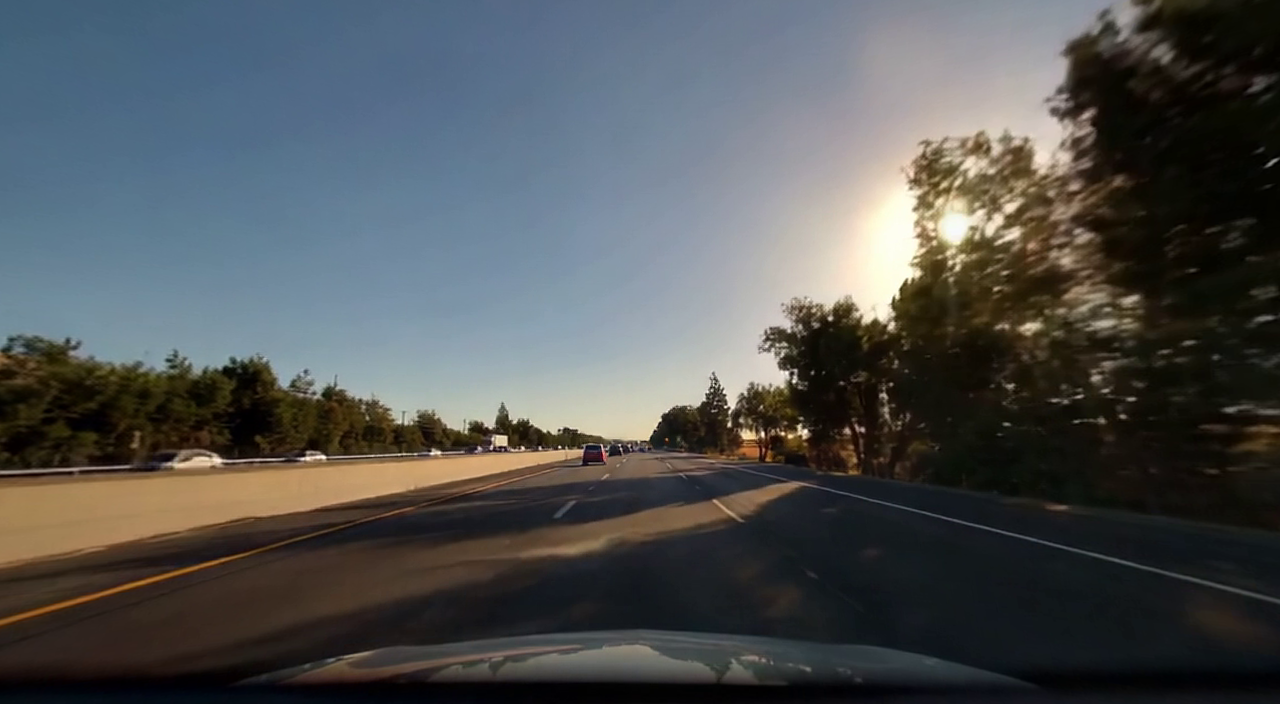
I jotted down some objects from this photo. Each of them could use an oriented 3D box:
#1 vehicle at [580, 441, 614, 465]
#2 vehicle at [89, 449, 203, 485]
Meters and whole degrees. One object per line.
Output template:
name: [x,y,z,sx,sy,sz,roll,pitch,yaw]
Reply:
vehicle: [-3.209,7.667,47.896,2.166,1.723,4.267,0,-9,1]
vehicle: [-24.411,5.657,31.370,1.893,1.640,4.541,0,-9,0]
